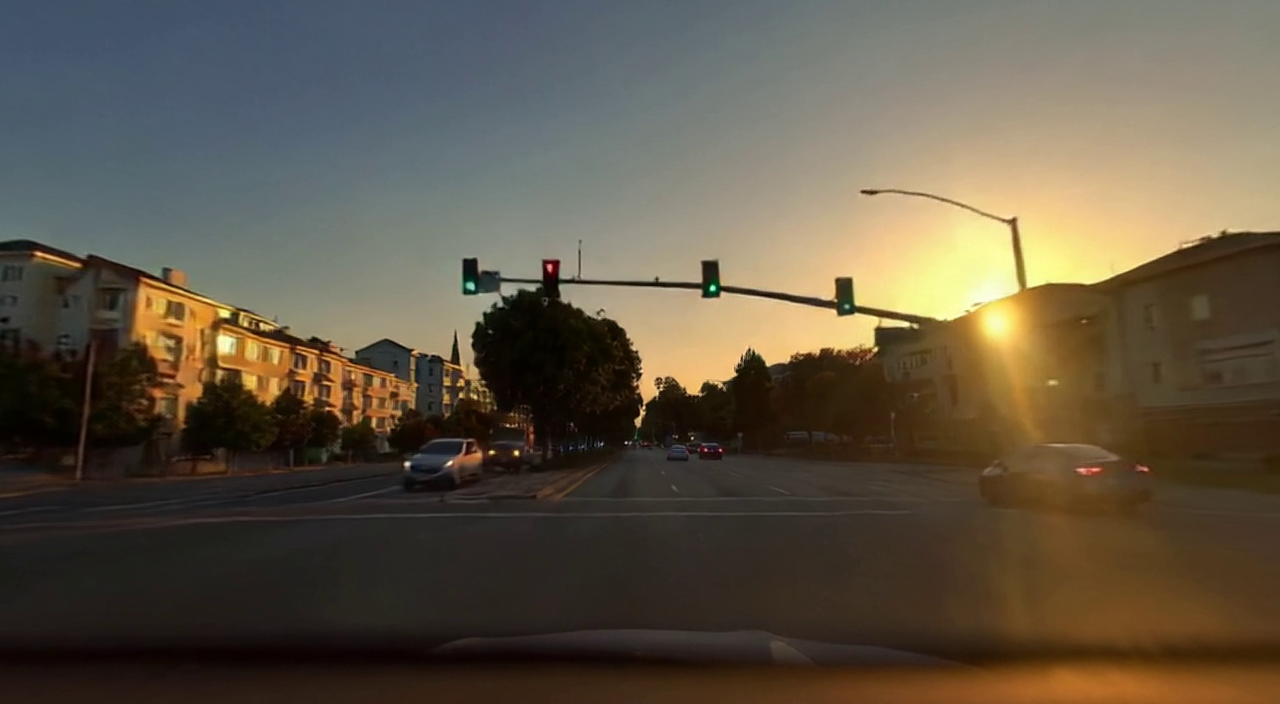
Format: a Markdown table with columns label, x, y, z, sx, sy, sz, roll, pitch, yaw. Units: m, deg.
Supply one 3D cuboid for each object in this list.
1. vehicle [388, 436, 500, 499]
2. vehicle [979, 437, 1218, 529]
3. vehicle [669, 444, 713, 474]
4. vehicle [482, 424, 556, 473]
| label | x | y | z | sx | sy | sz | roll | pitch | yaw |
| --- | --- | --- | --- | --- | --- | --- | --- | --- | --- |
| vehicle | -5.700 | 3.354 | 18.937 | 1.986 | 1.502 | 4.224 | -4 | -8 | 0 |
| vehicle | 9.436 | 2.682 | 13.578 | 1.798 | 1.621 | 4.304 | 0 | -8 | -1 |
| vehicle | 2.737 | 5.878 | 34.850 | 1.917 | 1.538 | 4.259 | 0 | -9 | -2 |
| vehicle | -5.780 | 4.729 | 31.157 | 2.425 | 2.167 | 5.888 | 0 | -9 | 1 |
